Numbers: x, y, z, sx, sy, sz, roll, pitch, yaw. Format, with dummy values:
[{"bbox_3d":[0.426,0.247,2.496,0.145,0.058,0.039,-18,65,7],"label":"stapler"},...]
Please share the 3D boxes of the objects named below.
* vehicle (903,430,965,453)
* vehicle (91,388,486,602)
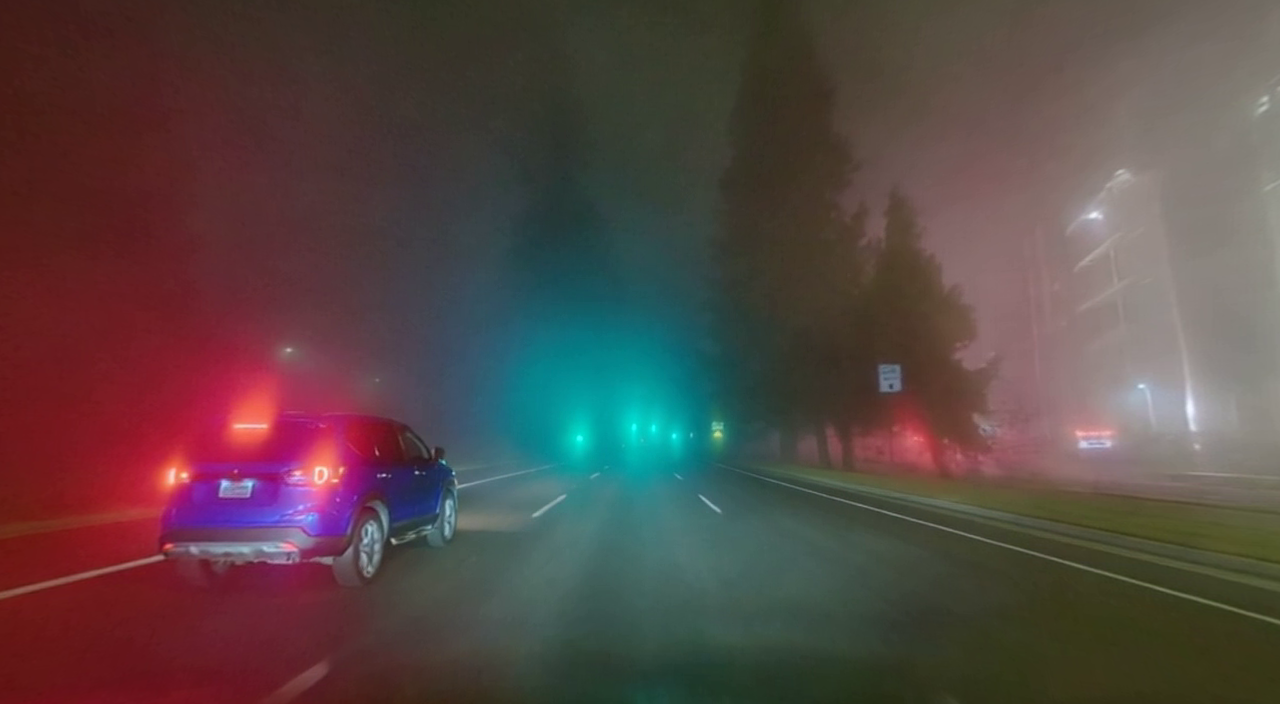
[{"bbox_3d":[23.288,7.102,49.909,4.000,1.458,1.640,-4,-6,0],"label":"vehicle"},{"bbox_3d":[-3.387,1.478,7.387,2.033,1.713,4.503,0,-8,0],"label":"vehicle"}]
